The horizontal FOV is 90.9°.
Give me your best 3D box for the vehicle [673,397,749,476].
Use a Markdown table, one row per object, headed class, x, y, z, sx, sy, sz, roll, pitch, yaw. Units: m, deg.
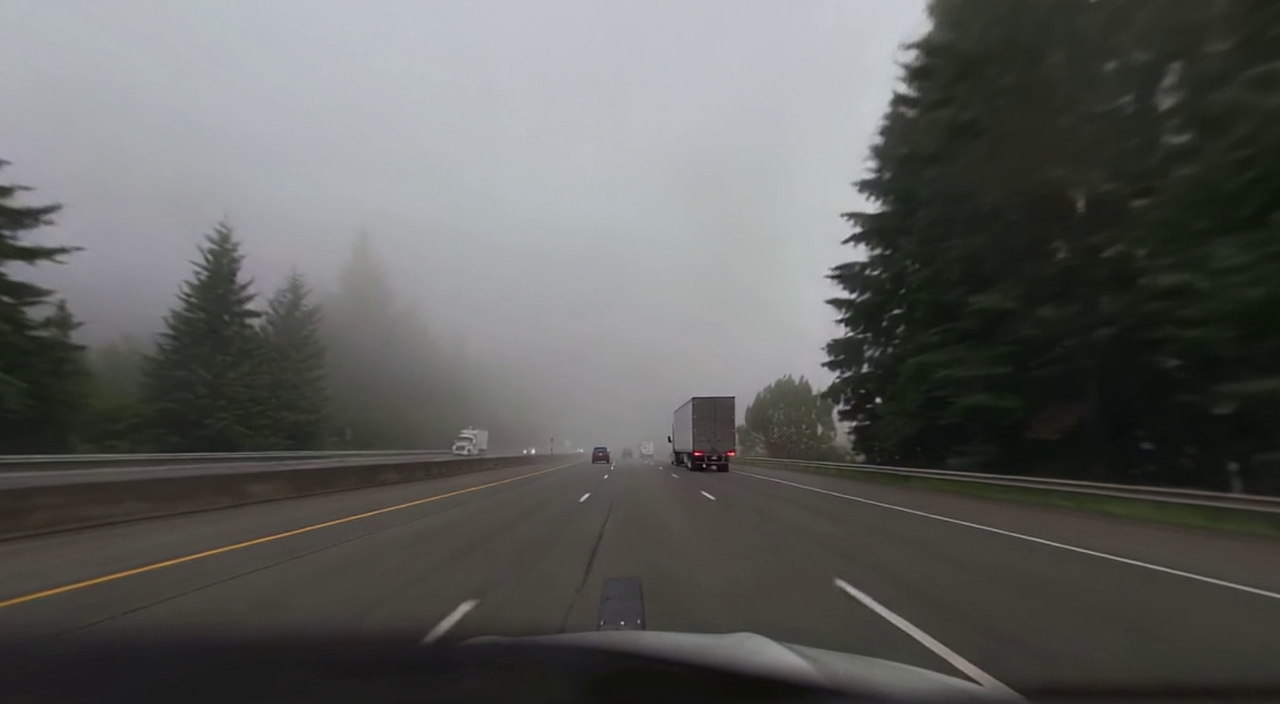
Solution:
| class | x | y | z | sx | sy | sz | roll | pitch | yaw |
| --- | --- | --- | --- | --- | --- | --- | --- | --- | --- |
| vehicle | 3.991 | 5.353 | 38.920 | 2.950 | 4.033 | 13.276 | 0 | -9 | -1 |
